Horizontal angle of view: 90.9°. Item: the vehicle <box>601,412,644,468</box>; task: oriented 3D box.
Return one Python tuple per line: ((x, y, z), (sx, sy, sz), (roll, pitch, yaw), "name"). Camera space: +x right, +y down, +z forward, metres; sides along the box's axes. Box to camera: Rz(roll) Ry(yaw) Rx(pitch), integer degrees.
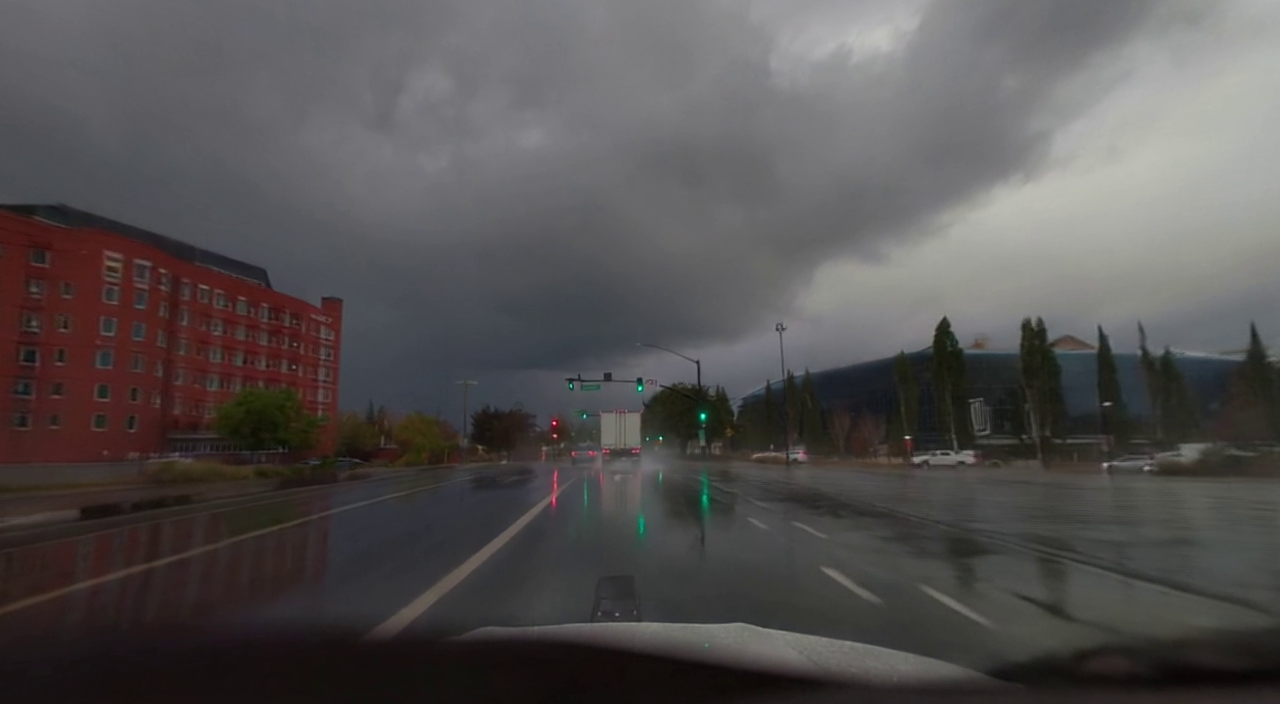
((-1.325, 6.482, 46.799), (2.876, 3.724, 9.351), (0, -7, -2), "vehicle")
